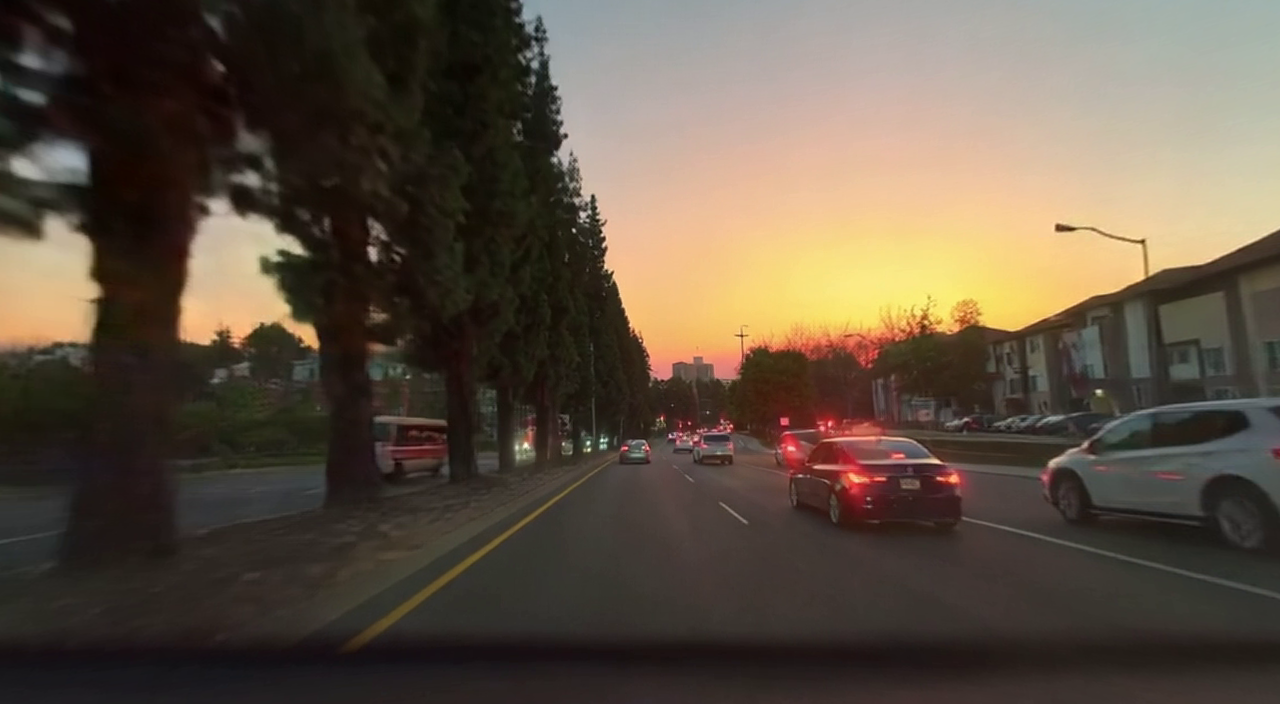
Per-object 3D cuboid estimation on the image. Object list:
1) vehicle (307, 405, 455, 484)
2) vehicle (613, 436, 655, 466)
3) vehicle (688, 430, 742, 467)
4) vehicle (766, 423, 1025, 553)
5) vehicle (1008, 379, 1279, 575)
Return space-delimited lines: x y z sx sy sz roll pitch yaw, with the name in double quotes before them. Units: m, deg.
"vehicle" -8.236 3.061 20.767 2.396 2.216 5.698 0 -9 0
"vehicle" -0.313 5.254 33.465 2.111 1.506 4.018 0 -8 0
"vehicle" 3.687 4.862 31.645 2.130 1.718 4.310 0 -8 -1
"vehicle" 3.430 1.922 9.633 2.010 1.490 4.639 0 -8 0
"vehicle" 7.166 1.455 7.720 2.188 1.840 5.050 0 -8 0
